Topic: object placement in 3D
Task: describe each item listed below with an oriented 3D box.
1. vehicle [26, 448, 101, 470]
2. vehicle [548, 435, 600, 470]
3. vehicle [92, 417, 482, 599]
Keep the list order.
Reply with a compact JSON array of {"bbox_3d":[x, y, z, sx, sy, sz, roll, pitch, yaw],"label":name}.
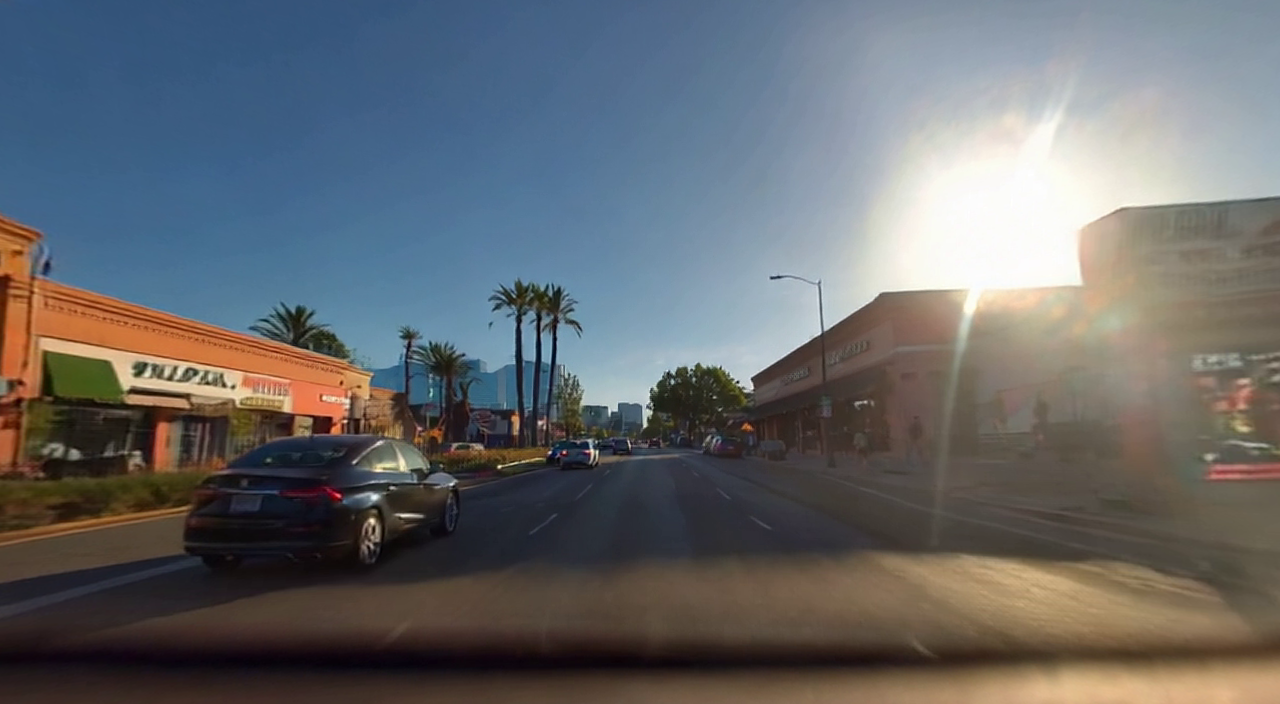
[{"bbox_3d":[-40.813,7.569,44.614,4.387,1.471,1.856,-3,-9,19],"label":"vehicle"},{"bbox_3d":[-3.236,5.036,31.643,2.024,1.636,4.121,0,-9,2],"label":"vehicle"},{"bbox_3d":[-3.544,1.646,7.576,2.032,1.511,4.424,0,-9,1],"label":"vehicle"}]
